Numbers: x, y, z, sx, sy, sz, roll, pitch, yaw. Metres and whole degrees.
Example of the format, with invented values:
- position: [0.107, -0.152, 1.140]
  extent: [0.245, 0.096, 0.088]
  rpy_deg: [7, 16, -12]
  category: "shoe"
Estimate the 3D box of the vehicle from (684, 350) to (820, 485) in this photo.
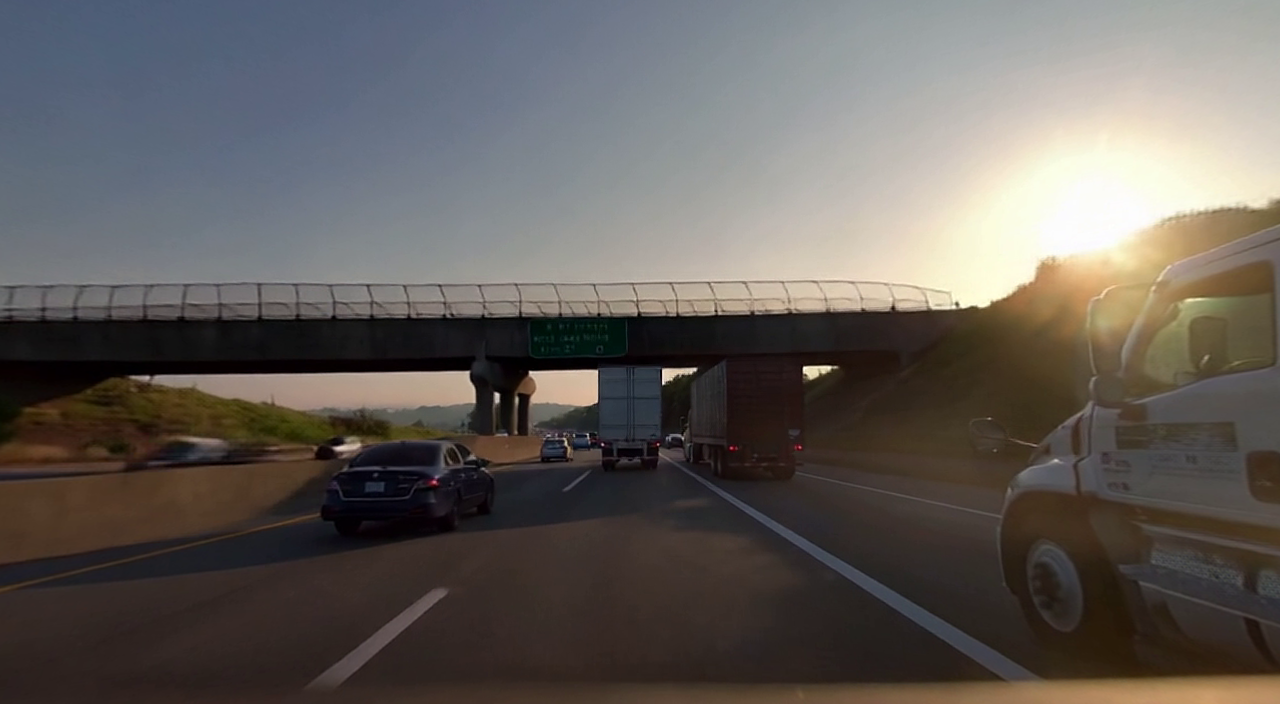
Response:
- position: [3.639, 2.652, 24.015]
  extent: [2.817, 3.886, 11.491]
  rpy_deg: [0, -8, -1]
  category: "vehicle"

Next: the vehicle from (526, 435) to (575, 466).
- position: [-4.533, 5.005, 32.346]
  extent: [2.049, 1.483, 3.786]
  rpy_deg: [0, -8, -2]
  category: "vehicle"

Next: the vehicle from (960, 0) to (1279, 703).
- position: [3.941, -0.369, 1.470]
  extent: [3.074, 3.896, 5.910]
  rpy_deg: [0, -8, -1]
  category: "vehicle"

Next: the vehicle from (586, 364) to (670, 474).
- position: [-0.510, 3.183, 28.685]
  extent: [3.090, 4.065, 10.702]
  rpy_deg: [0, -8, -1]
  category: "vehicle"

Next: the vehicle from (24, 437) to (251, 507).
- position: [-12.155, 2.877, 15.764]
  extent: [2.017, 1.482, 4.496]
  rpy_deg: [0, -8, -1]
  category: "vehicle"

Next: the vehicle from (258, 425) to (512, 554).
- position: [-3.387, 1.884, 9.562]
  extent: [1.894, 1.460, 4.662]
  rpy_deg: [0, -8, 0]
  category: "vehicle"
